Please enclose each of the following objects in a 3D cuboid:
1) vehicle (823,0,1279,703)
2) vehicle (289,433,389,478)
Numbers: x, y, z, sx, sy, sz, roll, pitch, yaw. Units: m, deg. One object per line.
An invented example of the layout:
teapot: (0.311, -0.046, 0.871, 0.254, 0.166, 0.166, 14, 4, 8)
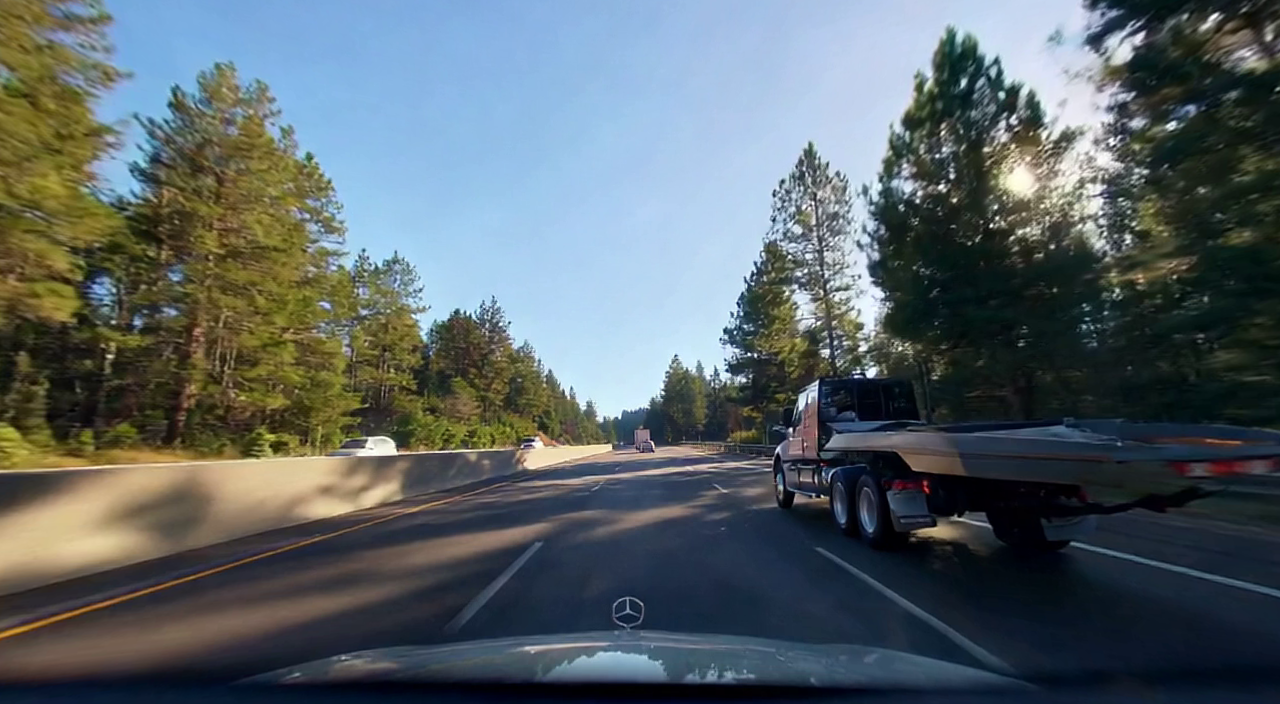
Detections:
vehicle: (4.418, 0.059, 2.818, 2.990, 3.573, 14.258, 0, -8, 0)
vehicle: (-13.022, 4.498, 27.667, 2.031, 1.771, 4.690, 0, -8, 1)
